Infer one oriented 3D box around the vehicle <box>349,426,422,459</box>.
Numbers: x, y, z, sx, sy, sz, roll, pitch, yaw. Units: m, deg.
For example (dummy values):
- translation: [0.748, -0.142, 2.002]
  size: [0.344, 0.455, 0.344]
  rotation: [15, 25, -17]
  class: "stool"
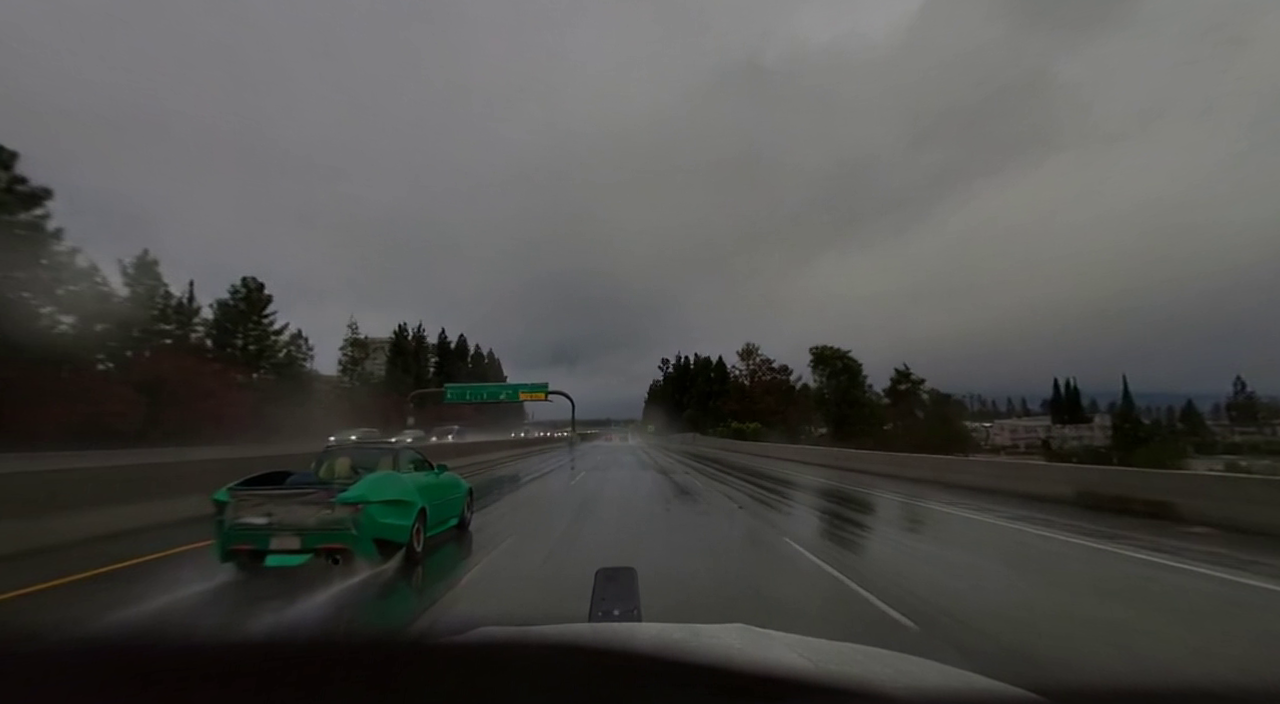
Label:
- translation: [-12.843, 4.606, 32.074]
  size: [1.880, 1.531, 4.487]
  rotation: [0, -8, -1]
  class: "vehicle"
